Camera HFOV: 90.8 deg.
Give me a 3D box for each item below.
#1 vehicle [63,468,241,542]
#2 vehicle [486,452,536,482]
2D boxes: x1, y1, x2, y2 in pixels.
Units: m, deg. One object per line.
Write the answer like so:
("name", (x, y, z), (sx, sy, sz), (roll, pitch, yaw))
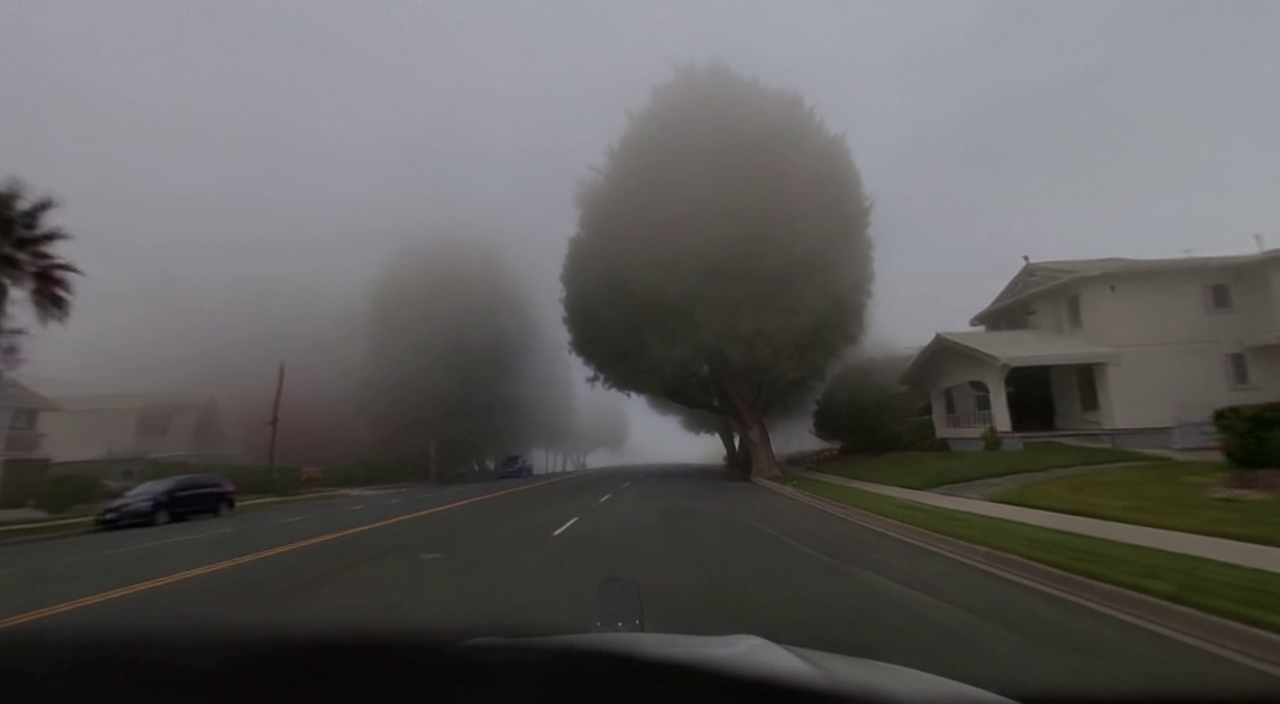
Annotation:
("vehicle", (-13.638, 4.256, 18.031), (1.804, 1.498, 4.136), (-5, -8, 1))
("vehicle", (-8.529, 7.623, 42.073), (2.001, 1.725, 4.504), (-3, -8, 6))
